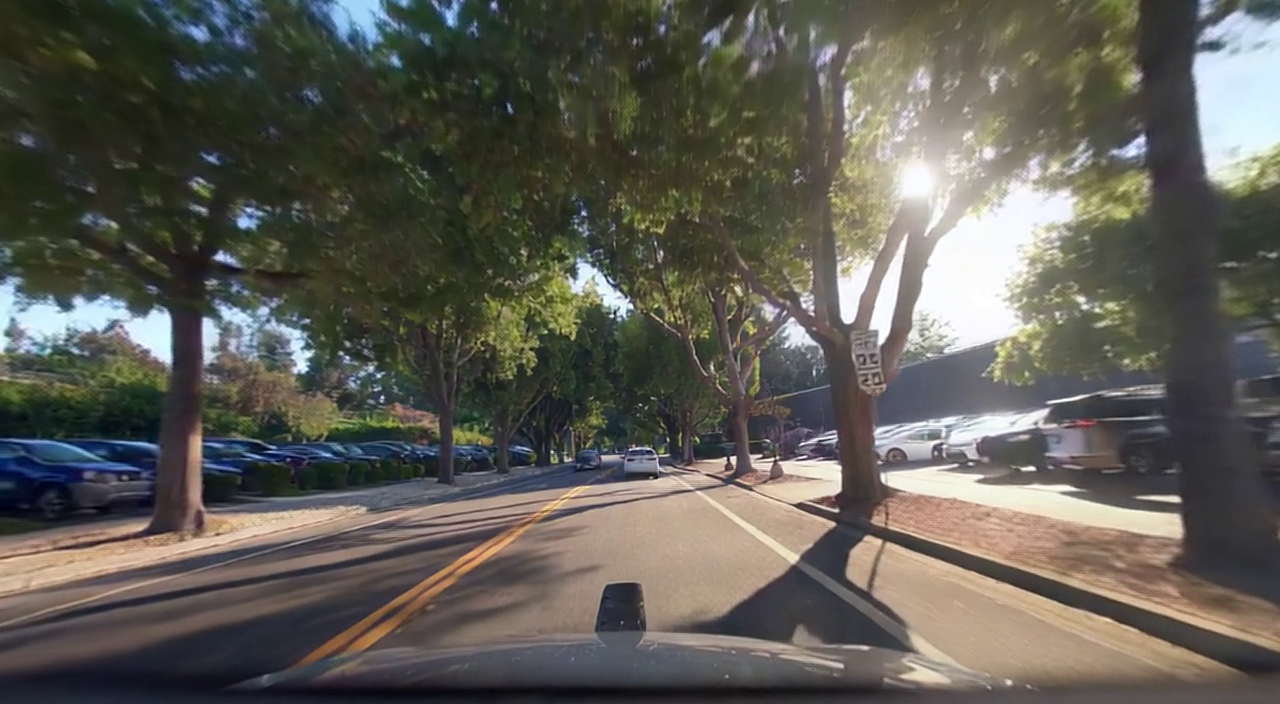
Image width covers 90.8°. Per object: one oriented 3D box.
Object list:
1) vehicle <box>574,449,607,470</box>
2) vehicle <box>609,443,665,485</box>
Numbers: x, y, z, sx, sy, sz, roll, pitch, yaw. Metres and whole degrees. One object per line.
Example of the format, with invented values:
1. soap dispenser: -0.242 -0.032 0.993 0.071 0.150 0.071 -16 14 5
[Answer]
1. vehicle: -3.658 8.126 47.811 2.028 1.464 4.602 -1 -9 1
2. vehicle: -0.110 4.628 26.322 2.152 1.574 4.223 0 -9 0
